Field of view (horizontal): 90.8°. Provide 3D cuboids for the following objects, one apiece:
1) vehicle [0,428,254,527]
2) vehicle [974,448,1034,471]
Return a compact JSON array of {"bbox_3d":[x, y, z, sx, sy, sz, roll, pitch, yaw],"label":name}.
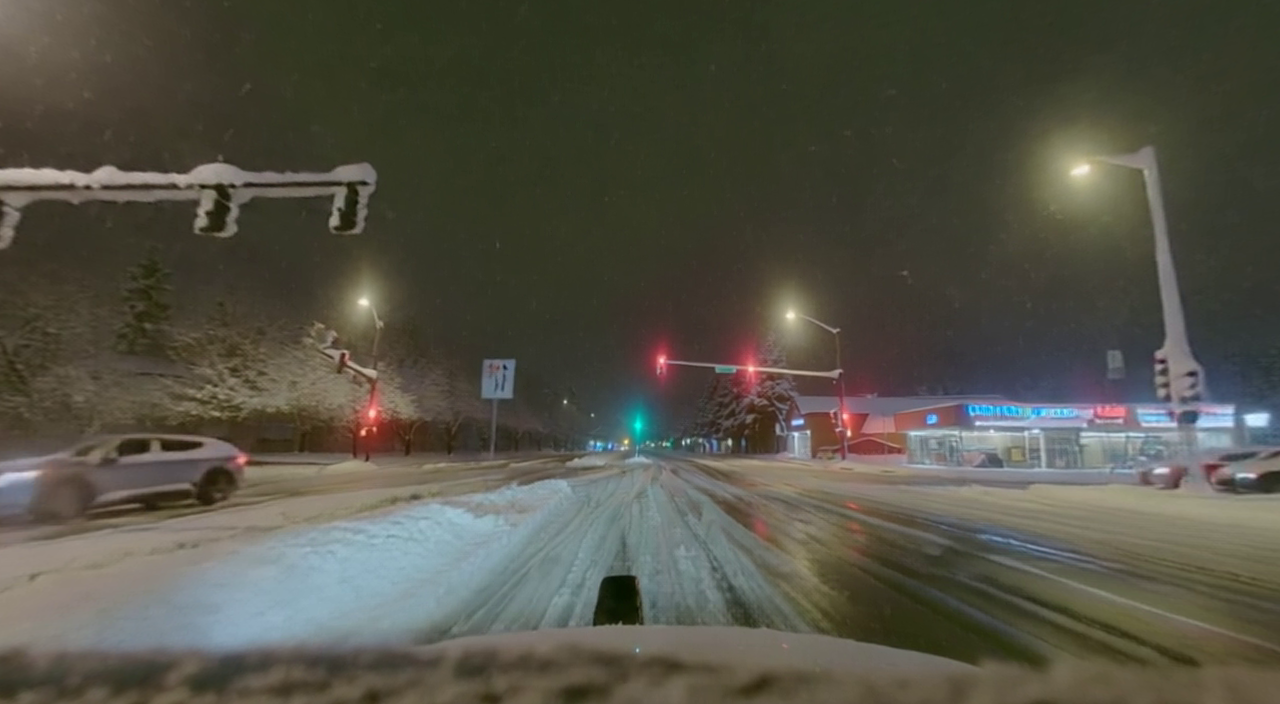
[{"bbox_3d":[-11.226,2.585,13.659,2.010,1.728,4.408,-4,-9,25],"label":"vehicle"},{"bbox_3d":[27.714,8.159,48.280,1.929,1.613,4.530,0,-8,2],"label":"vehicle"}]
